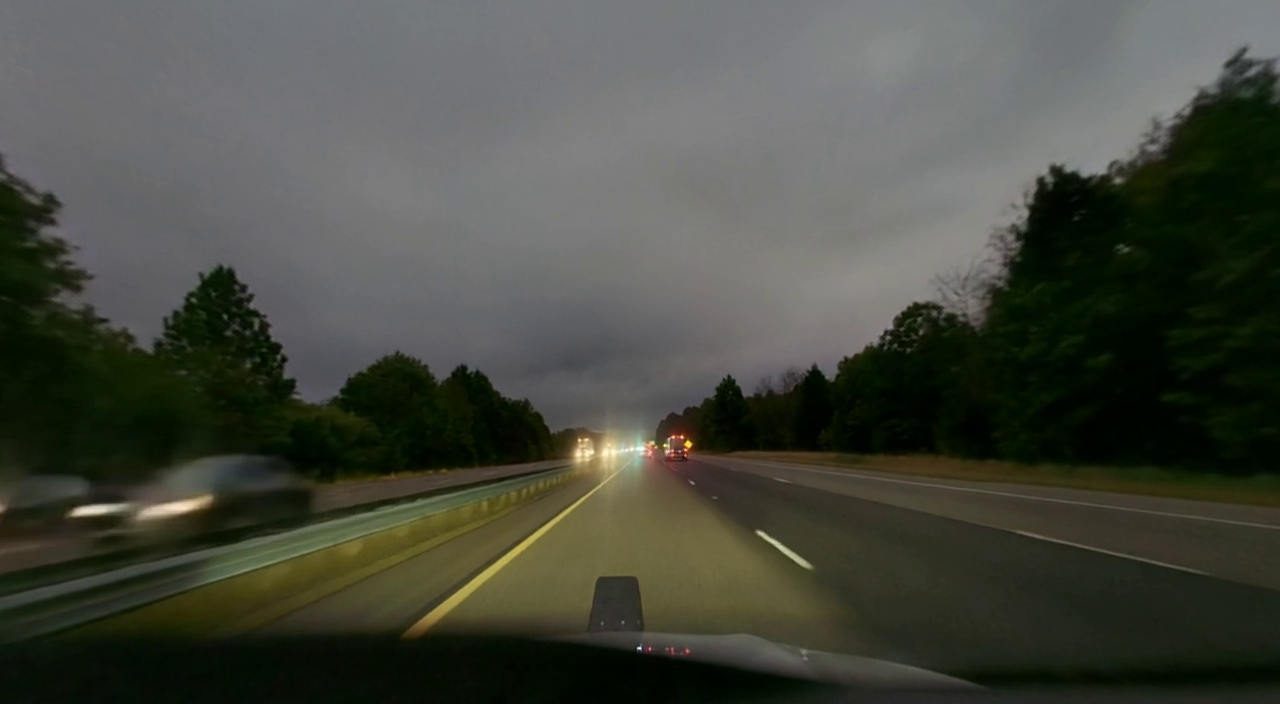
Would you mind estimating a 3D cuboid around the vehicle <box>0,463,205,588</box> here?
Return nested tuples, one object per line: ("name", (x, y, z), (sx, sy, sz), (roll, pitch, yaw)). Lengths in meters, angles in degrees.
("vehicle", (-8.766, 2.419, 9.293), (1.777, 1.444, 4.029), (0, -9, 0))
